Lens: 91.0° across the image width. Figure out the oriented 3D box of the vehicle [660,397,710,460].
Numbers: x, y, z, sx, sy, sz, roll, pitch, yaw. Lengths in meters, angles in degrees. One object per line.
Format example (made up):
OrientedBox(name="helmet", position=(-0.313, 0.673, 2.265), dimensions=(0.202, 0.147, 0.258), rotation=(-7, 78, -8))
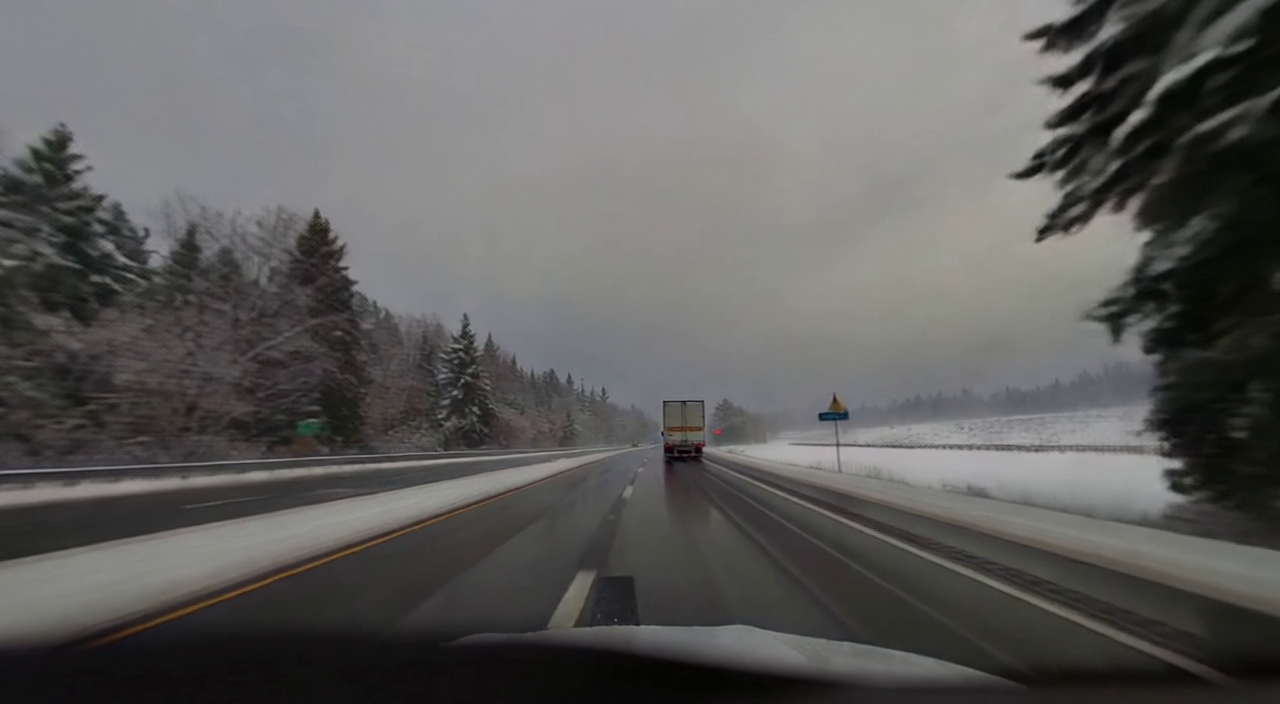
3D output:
OrientedBox(name="vehicle", position=(3.220, 5.940, 48.022), dimensions=(3.156, 4.196, 11.351), rotation=(-1, -8, 1))
